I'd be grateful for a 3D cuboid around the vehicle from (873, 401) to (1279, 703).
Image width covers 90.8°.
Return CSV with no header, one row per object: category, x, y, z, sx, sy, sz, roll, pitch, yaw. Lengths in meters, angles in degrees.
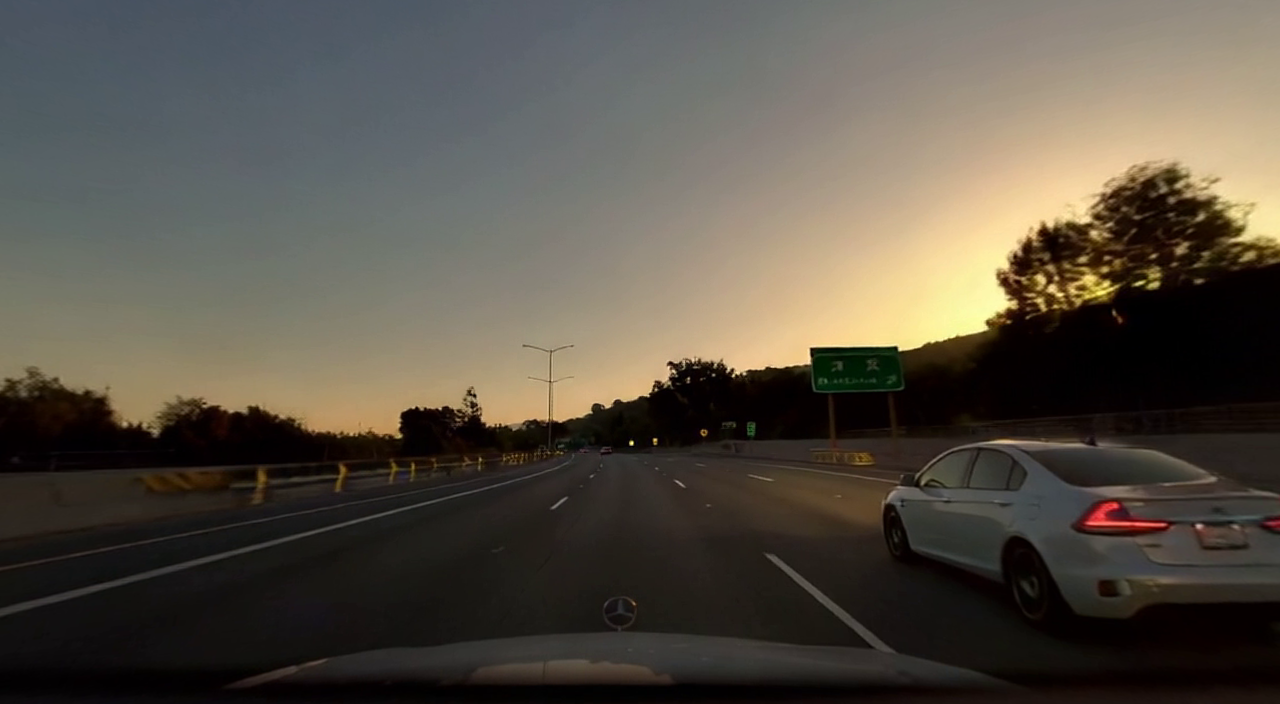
vehicle,3.919,1.287,5.010,2.217,1.477,4.817,0,-8,-1
